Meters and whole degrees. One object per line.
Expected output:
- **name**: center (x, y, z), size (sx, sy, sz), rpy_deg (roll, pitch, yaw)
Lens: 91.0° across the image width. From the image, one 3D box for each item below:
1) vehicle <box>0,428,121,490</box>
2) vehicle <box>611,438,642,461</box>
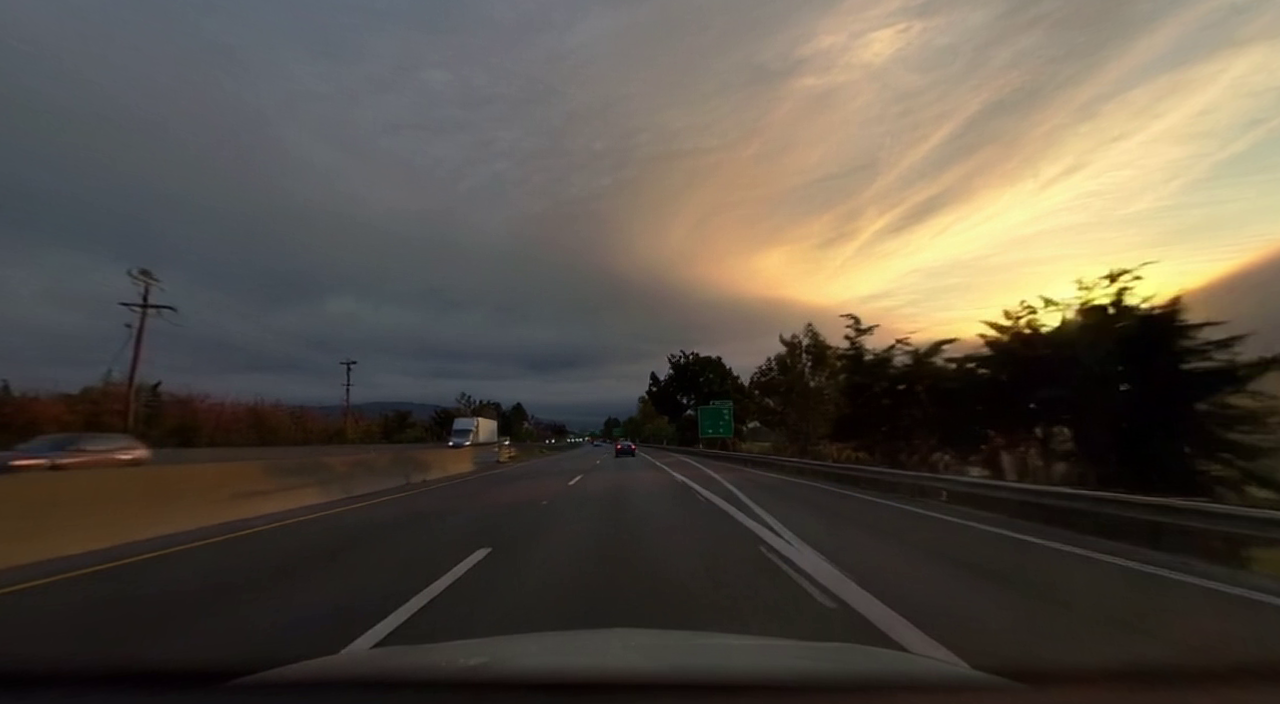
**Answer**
- **vehicle**: center (-16.268, 2.777, 16.488), size (1.913, 1.476, 4.020), rpy_deg (0, -8, -1)
- **vehicle**: center (-0.991, 6.846, 44.261), size (2.099, 1.504, 3.843), rpy_deg (0, -8, -2)
